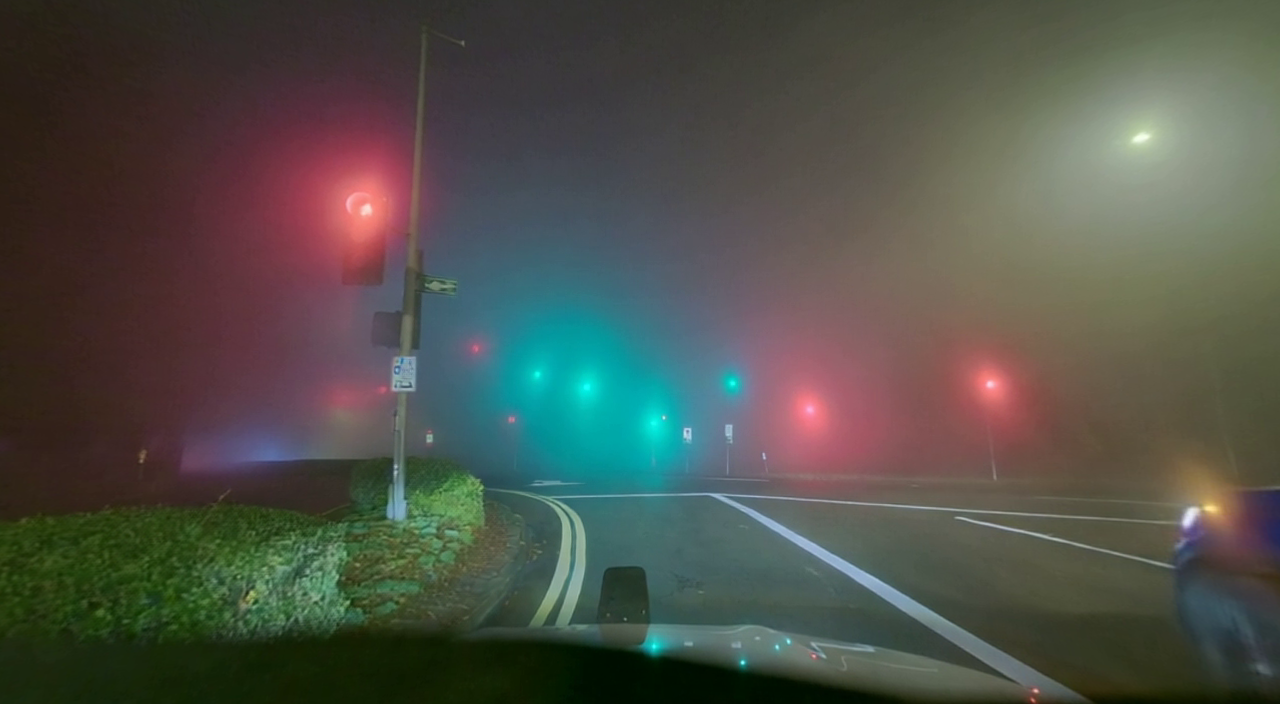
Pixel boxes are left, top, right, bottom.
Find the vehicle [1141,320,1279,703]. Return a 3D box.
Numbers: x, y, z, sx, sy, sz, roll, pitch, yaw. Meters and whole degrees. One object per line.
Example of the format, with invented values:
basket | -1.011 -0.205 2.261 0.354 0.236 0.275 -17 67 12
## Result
vehicle | 3.773 0.507 0.780 2.284 1.788 4.871 -1 -8 0
